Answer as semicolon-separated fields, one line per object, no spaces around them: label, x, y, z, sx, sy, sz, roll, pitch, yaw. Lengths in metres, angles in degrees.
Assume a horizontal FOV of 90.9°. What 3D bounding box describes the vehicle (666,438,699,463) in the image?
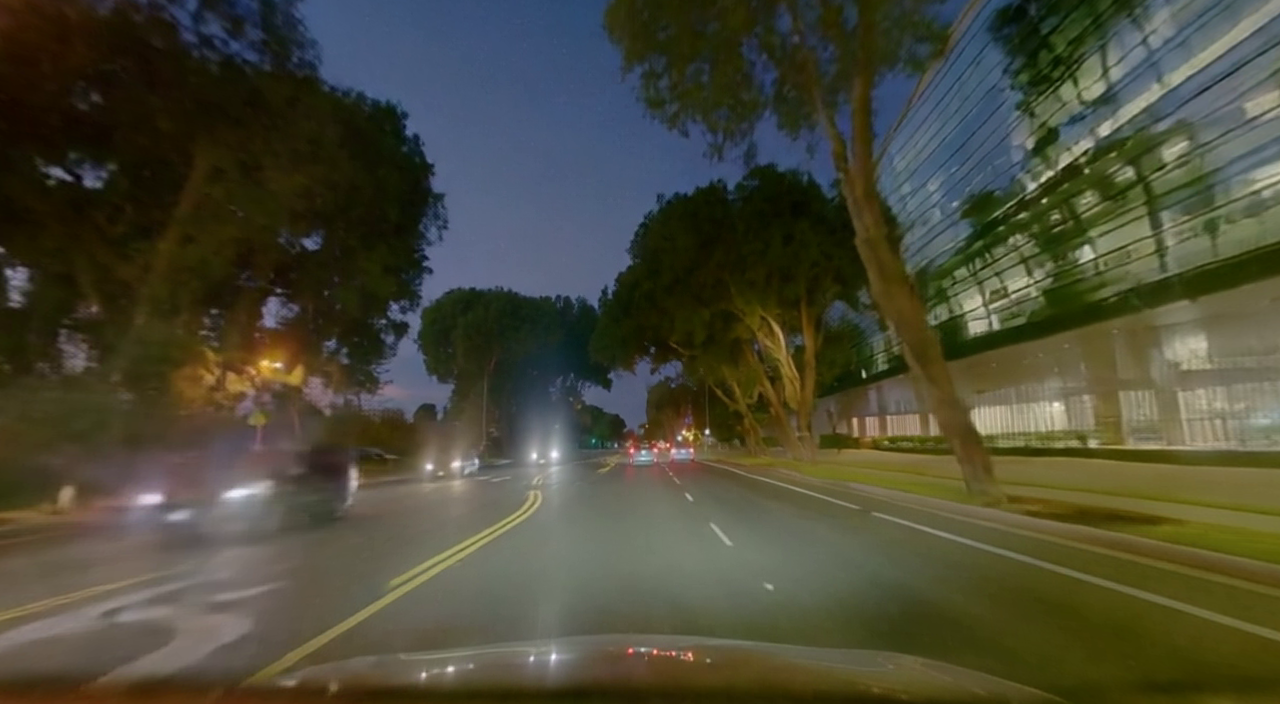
vehicle;3.240;7.582;48.522;2.189;1.766;4.495;0;-8;0

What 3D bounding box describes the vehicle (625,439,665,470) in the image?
vehicle;0.234;5.659;34.977;2.109;1.612;3.963;0;-8;-1

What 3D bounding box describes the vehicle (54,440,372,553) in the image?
vehicle;-6.748;2.289;10.857;2.081;1.477;4.760;0;-8;1

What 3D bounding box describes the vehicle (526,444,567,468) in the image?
vehicle;-6.331;7.068;43.033;2.020;1.512;4.296;0;-8;1

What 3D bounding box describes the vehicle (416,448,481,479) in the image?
vehicle;-9.950;5.794;33.149;1.932;1.484;4.683;0;-8;1
